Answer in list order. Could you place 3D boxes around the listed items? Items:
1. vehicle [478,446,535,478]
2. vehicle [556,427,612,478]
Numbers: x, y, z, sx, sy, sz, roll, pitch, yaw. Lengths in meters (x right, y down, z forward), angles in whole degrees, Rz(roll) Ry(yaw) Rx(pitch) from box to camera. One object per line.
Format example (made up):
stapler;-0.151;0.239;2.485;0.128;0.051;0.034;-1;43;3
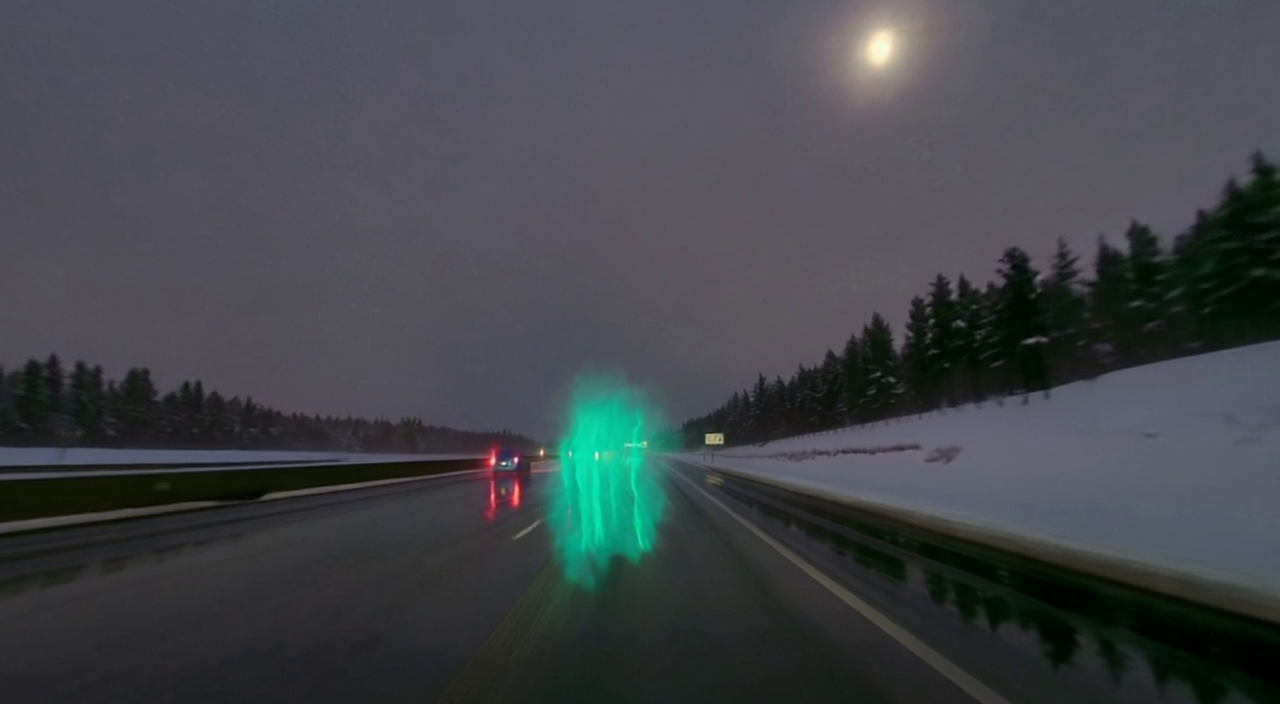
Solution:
vehicle;-7.306;6.058;35.011;2.164;1.664;4.252;0;-9;1
vehicle;-2.947;5.513;34.709;2.437;2.565;5.829;0;-9;1
